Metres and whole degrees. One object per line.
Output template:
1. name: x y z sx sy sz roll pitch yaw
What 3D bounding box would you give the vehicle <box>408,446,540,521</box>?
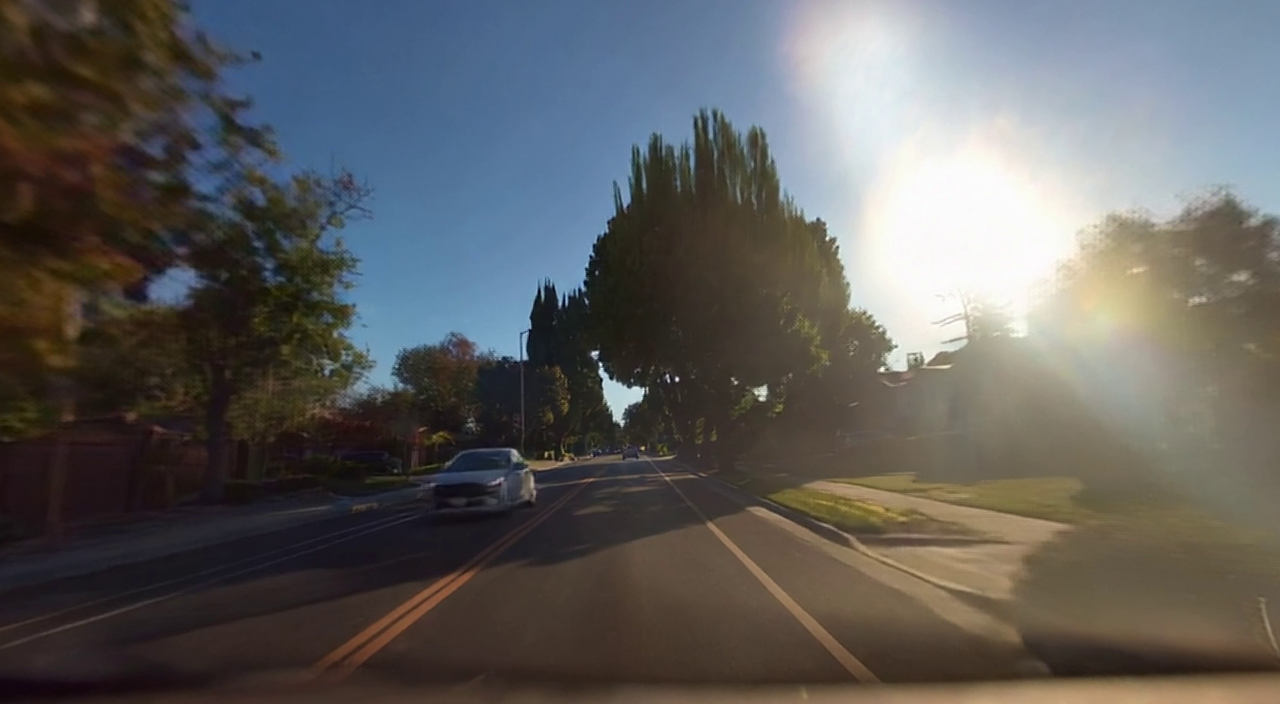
1. vehicle: -3.824 3.092 15.478 1.996 1.519 4.559 0 -9 0

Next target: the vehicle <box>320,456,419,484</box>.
1. vehicle: -15.222 6.636 35.693 4.779 1.453 1.970 -2 -9 9
